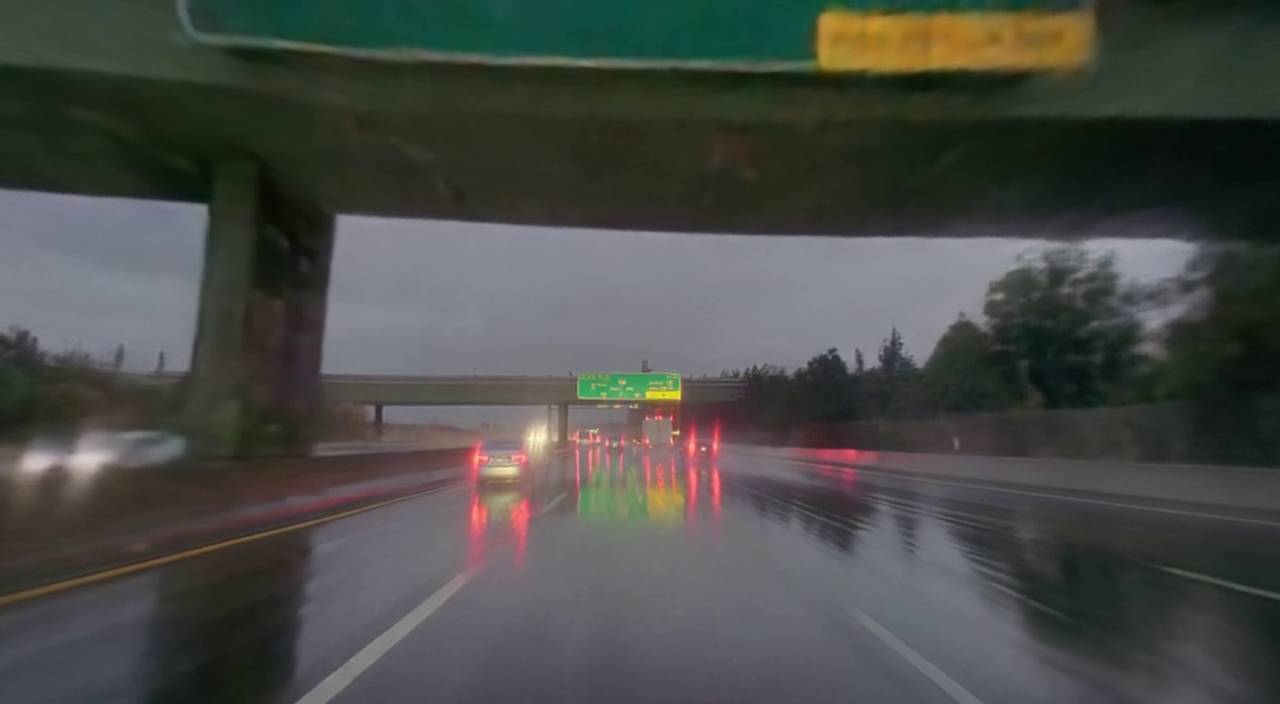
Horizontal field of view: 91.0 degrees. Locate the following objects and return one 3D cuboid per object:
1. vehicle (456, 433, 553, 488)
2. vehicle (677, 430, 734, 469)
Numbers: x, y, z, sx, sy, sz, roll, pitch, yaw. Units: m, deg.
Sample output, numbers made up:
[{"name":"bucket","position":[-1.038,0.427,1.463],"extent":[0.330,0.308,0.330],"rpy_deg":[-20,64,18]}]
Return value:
[{"name":"vehicle","position":[-4.009,3.289,19.434],"extent":[2.064,1.479,4.370],"rpy_deg":[0,-8,0]},{"name":"vehicle","position":[2.957,4.516,29.343],"extent":[2.001,1.625,4.088],"rpy_deg":[0,-8,-3]}]
